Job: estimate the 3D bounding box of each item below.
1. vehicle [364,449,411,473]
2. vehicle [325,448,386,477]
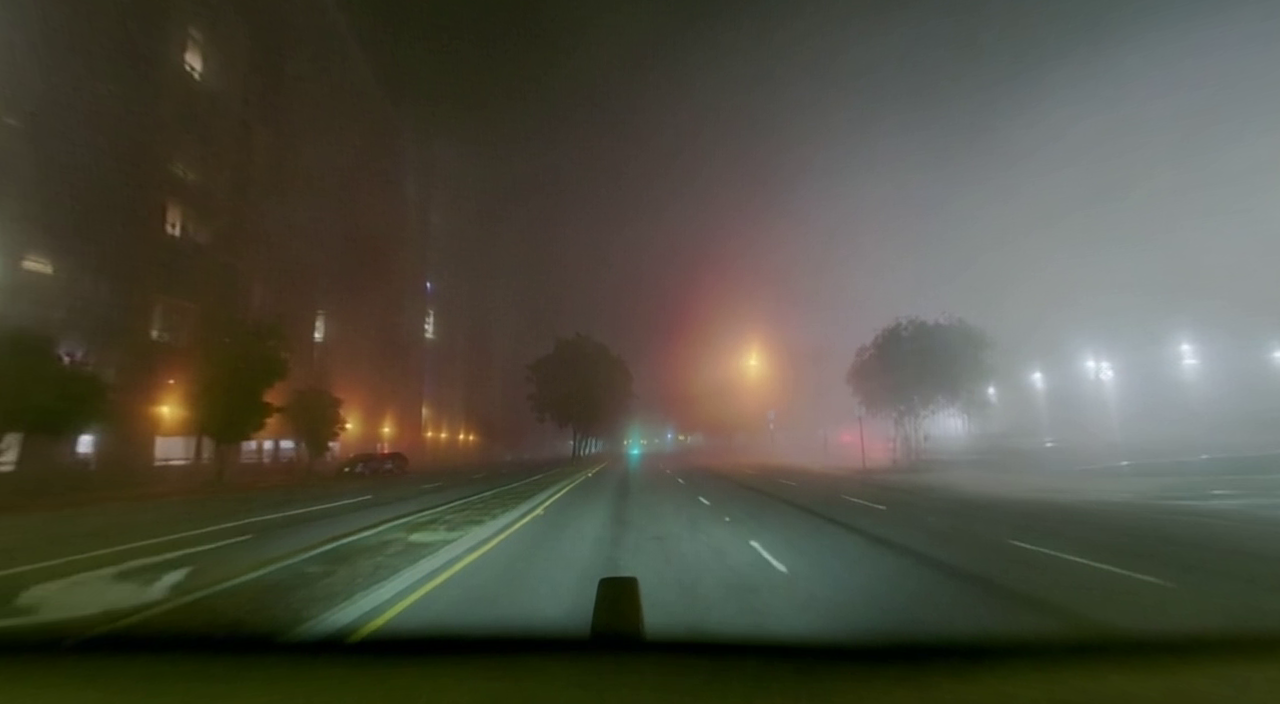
[{"bbox_3d":[-19.679,8.523,49.450,1.965,1.665,4.577,-2,-9,-2],"label":"vehicle"},{"bbox_3d":[-19.509,7.553,43.576,2.255,1.848,4.617,0,-8,-2],"label":"vehicle"}]
